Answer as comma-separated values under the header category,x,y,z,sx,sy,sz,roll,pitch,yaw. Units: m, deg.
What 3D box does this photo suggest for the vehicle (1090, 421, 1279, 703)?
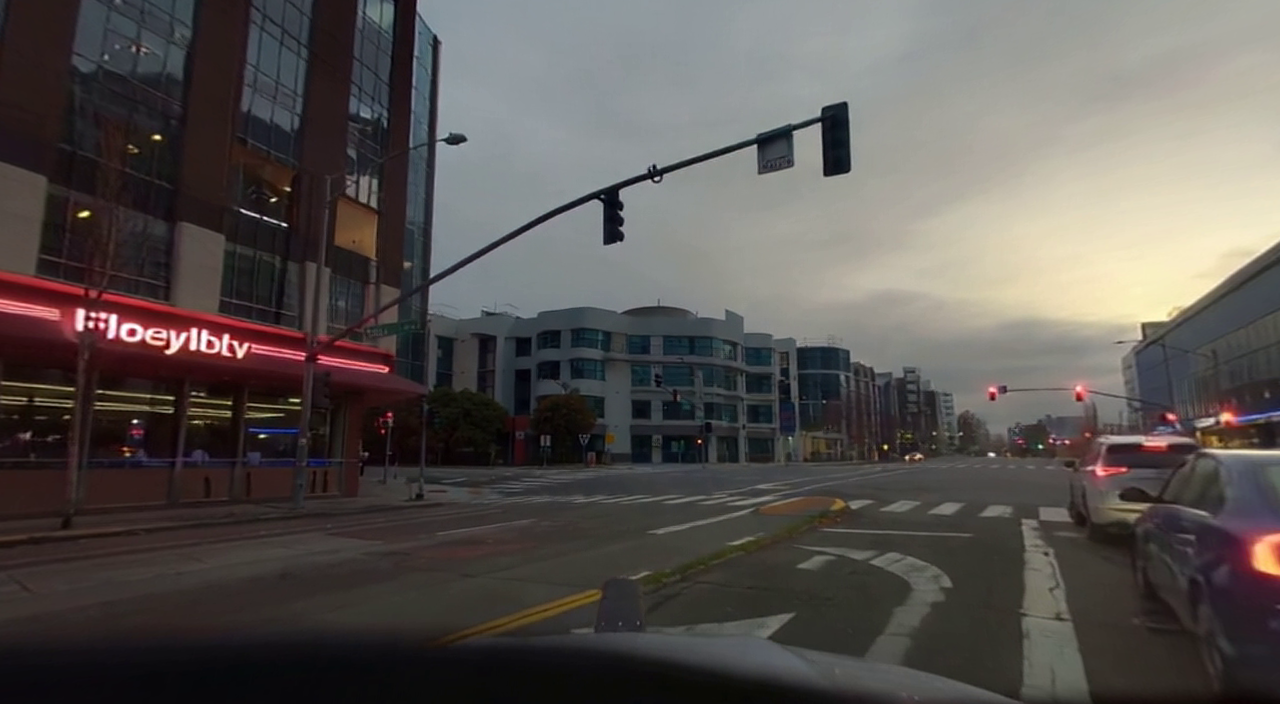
category,x,y,z,sx,sy,sz,roll,pitch,yaw
vehicle,4.312,1.225,3.922,1.872,1.459,4.483,-5,-10,29
